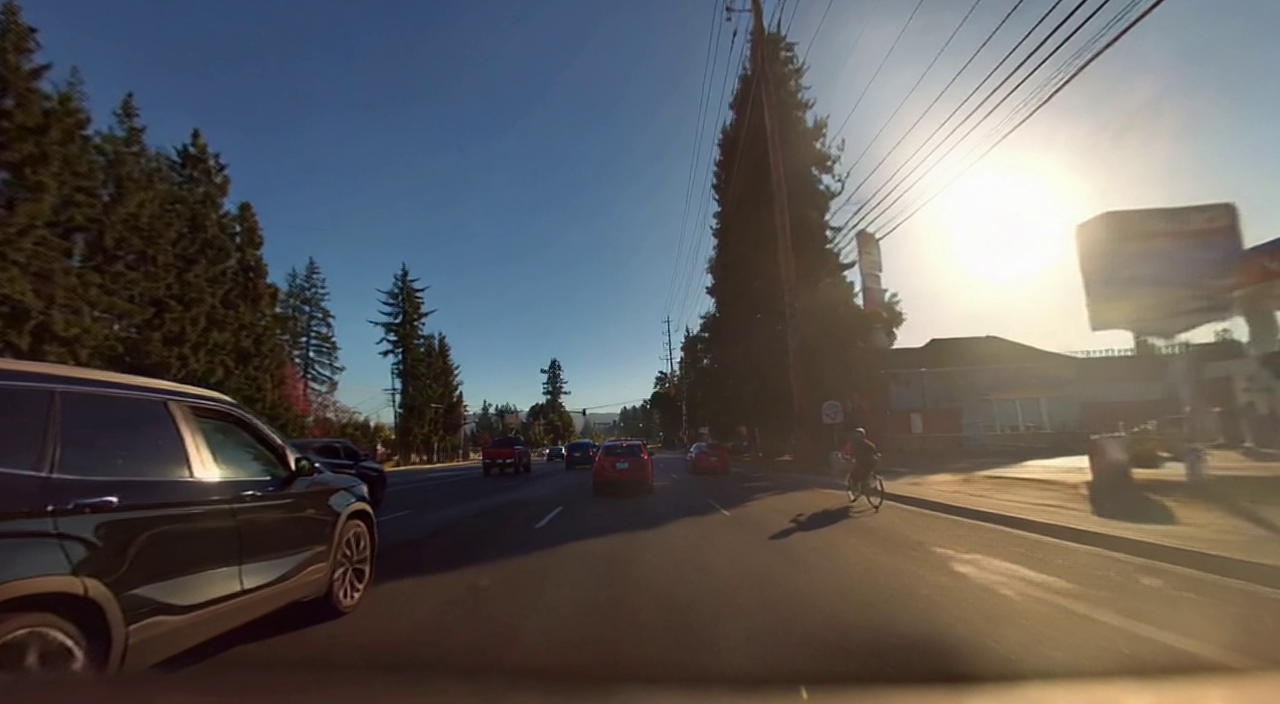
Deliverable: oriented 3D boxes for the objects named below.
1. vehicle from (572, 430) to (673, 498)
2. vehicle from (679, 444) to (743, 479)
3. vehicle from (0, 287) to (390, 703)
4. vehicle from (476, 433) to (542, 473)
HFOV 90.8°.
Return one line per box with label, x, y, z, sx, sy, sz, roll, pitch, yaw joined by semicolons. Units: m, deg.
vehicle;-0.393;2.738;15.788;2.189;1.437;4.135;0;-8;0
vehicle;2.869;4.526;26.448;2.065;1.302;4.416;0;-8;-1
vehicle;-3.036;0.732;2.815;1.922;1.642;4.547;0;-8;1
vehicle;-6.838;5.320;33.529;2.385;1.918;5.056;0;-8;0
